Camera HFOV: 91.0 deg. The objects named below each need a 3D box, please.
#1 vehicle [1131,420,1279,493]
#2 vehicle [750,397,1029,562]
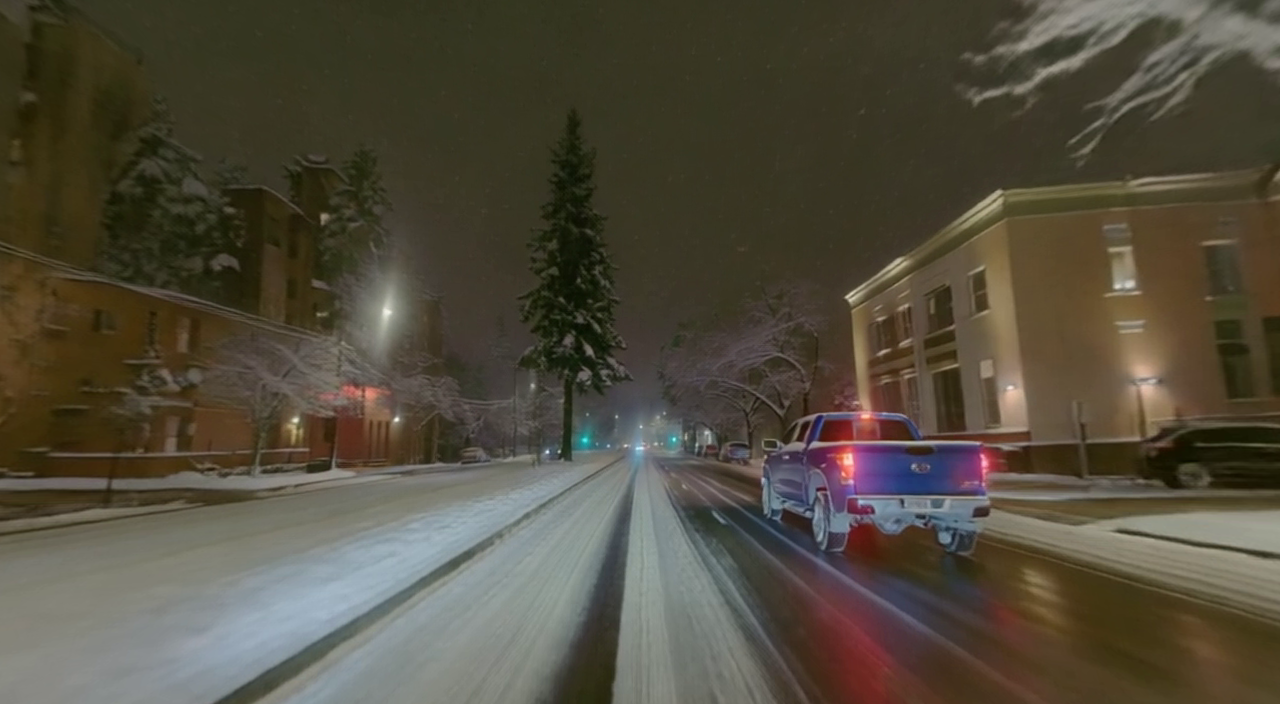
[{"bbox_3d":[16.061,2.773,16.885,1.952,1.691,4.743,0,-8,0],"label":"vehicle"},{"bbox_3d":[3.255,1.824,9.775,2.085,1.828,5.383,0,-8,0],"label":"vehicle"}]
